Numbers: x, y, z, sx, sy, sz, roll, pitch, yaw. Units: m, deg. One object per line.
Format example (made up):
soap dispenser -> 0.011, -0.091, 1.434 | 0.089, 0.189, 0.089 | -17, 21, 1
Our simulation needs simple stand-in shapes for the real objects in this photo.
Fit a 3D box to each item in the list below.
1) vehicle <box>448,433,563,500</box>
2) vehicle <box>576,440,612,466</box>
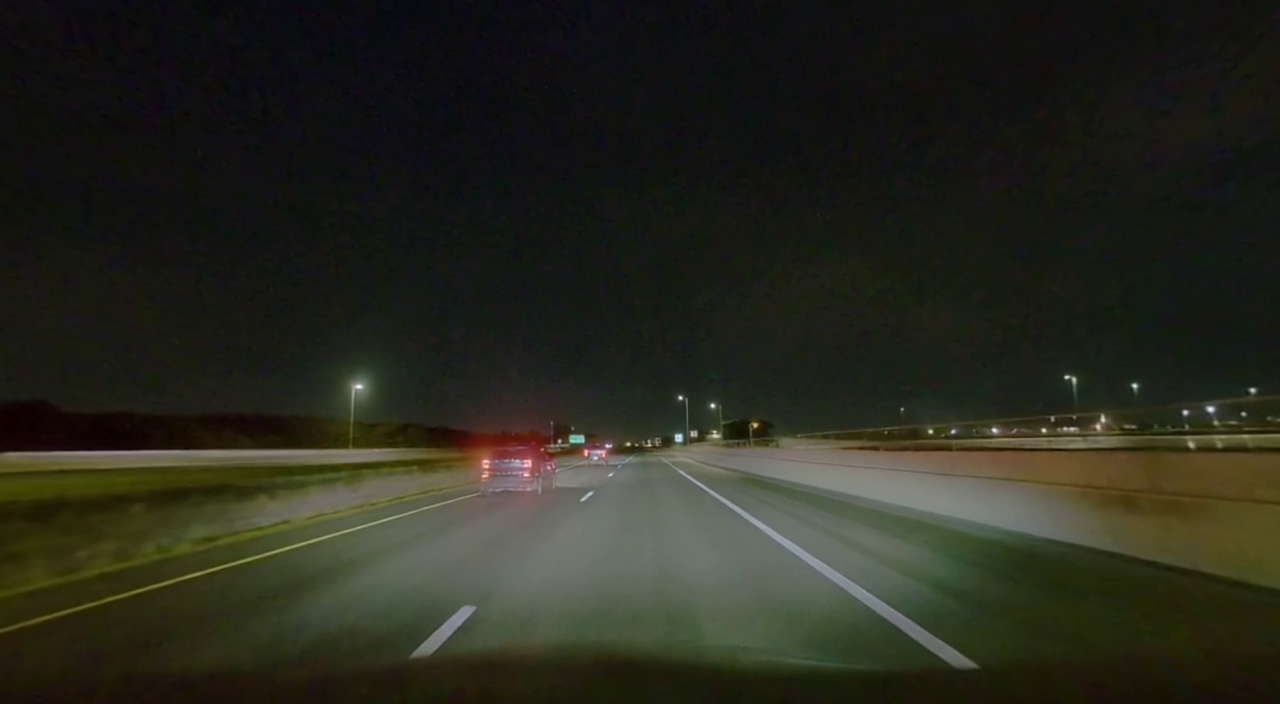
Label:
vehicle -> -3.457, 3.045, 17.110 | 2.195, 1.573, 4.176 | 0, -9, 0
vehicle -> -3.094, 6.977, 43.496 | 2.133, 1.683, 4.340 | 0, -9, 1
